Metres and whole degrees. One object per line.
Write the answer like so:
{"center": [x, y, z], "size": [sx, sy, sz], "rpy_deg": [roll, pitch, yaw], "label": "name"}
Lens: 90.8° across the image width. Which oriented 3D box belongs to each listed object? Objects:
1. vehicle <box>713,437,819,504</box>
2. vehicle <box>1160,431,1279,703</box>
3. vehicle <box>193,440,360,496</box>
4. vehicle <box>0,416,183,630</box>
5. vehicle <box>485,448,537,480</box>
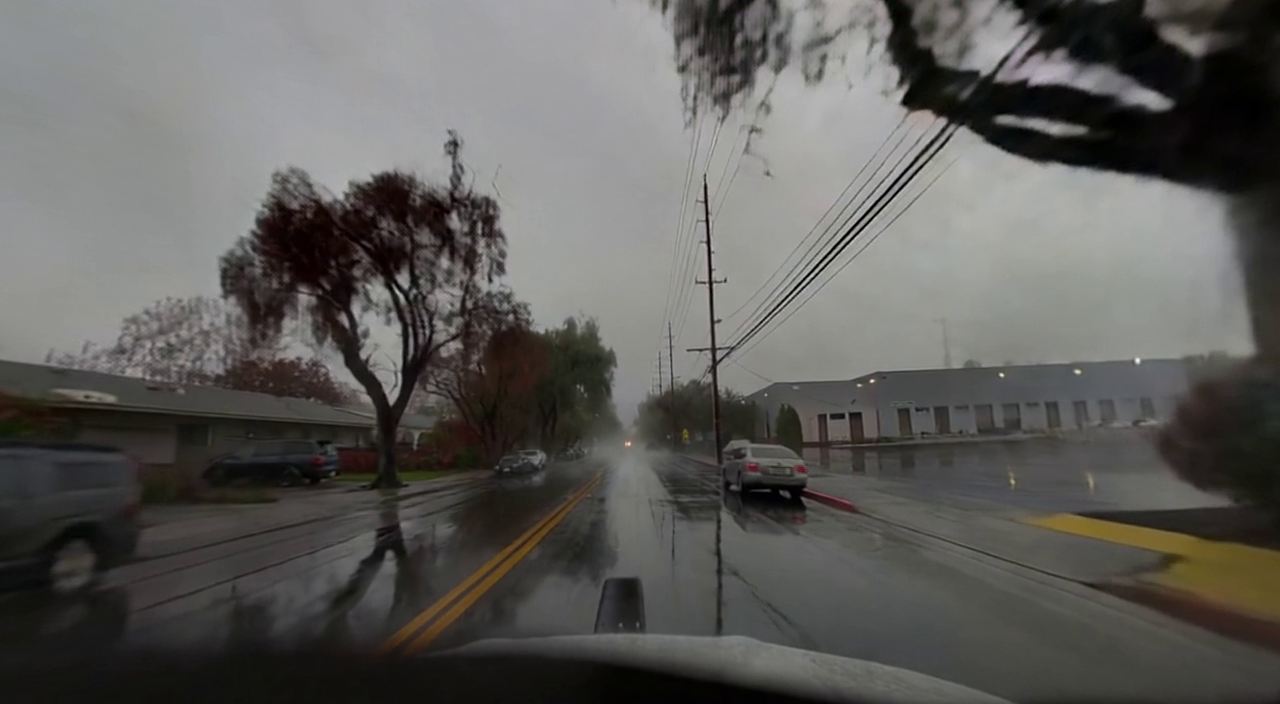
{"center": [3.107, 2.986, 16.377], "size": [1.843, 1.495, 3.930], "rpy_deg": [0, -8, -1], "label": "vehicle"}
{"center": [3.430, 0.761, 0.776], "size": [1.802, 1.382, 4.300], "rpy_deg": [0, -8, -2], "label": "vehicle"}
{"center": [-12.464, 3.982, 21.916], "size": [4.502, 1.813, 1.948], "rpy_deg": [0, -8, -1], "label": "vehicle"}
{"center": [-6.602, 1.526, 5.404], "size": [2.059, 1.831, 4.590], "rpy_deg": [-3, -8, -1], "label": "vehicle"}
{"center": [-6.768, 5.911, 33.590], "size": [1.815, 1.402, 4.559], "rpy_deg": [-4, -8, -2], "label": "vehicle"}
